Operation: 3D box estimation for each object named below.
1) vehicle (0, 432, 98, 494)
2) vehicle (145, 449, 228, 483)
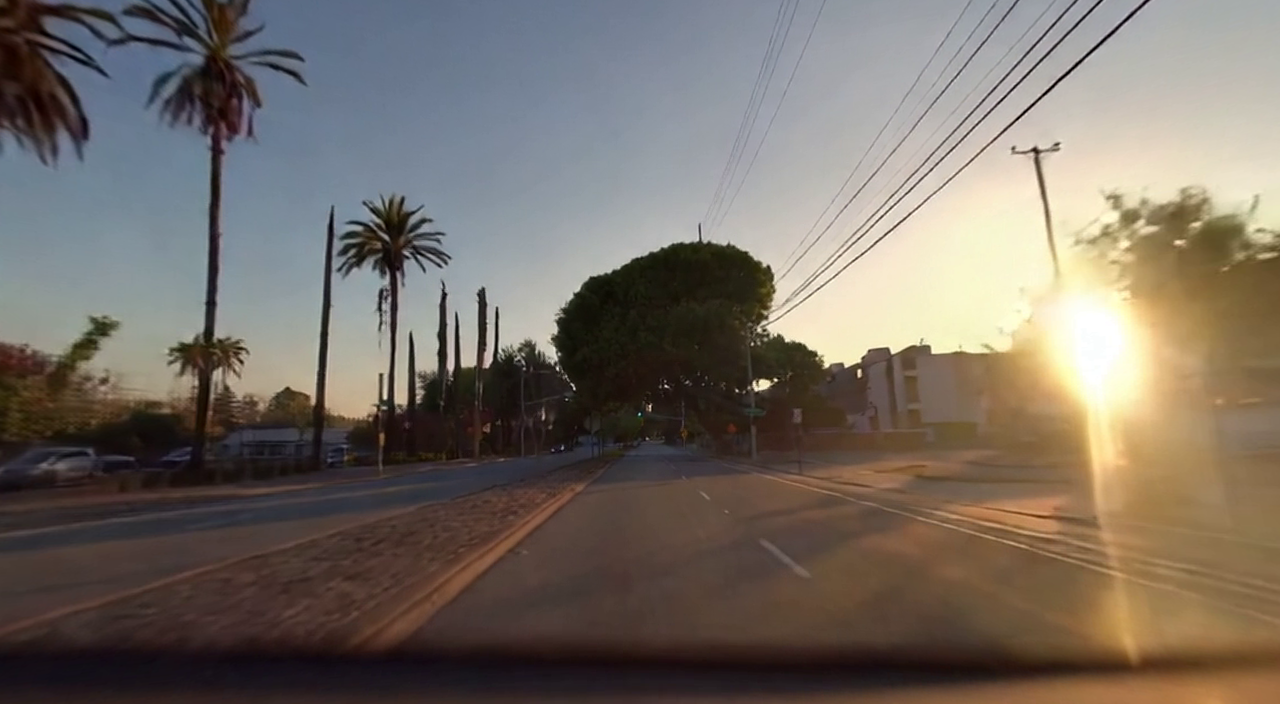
[{"bbox_3d":[-31.565,5.796,33.756,3.668,2.687,5.473,0,-6,-43],"label":"vehicle"},{"bbox_3d":[-26.054,6.564,36.263,4.546,1.479,2.103,-9,-8,28],"label":"vehicle"}]
